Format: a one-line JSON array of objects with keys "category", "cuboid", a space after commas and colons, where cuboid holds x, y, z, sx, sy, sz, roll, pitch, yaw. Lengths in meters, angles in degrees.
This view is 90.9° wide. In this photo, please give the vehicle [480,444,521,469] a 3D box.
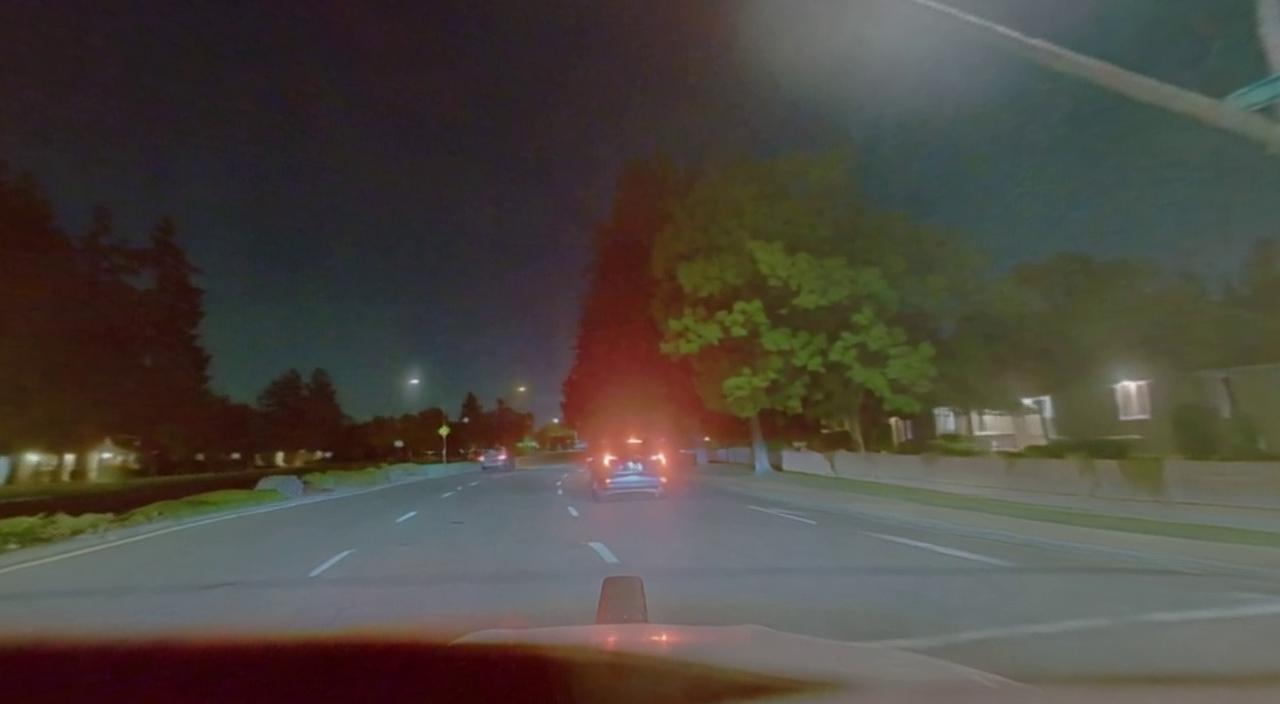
[{"category": "vehicle", "cuboid": [-9.999, 7.522, 45.550, 2.063, 1.721, 4.261, 0, -9, -2]}]

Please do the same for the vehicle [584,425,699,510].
[{"category": "vehicle", "cuboid": [-0.162, 2.893, 16.298, 2.141, 1.833, 4.704, 1, -9, -10]}]
